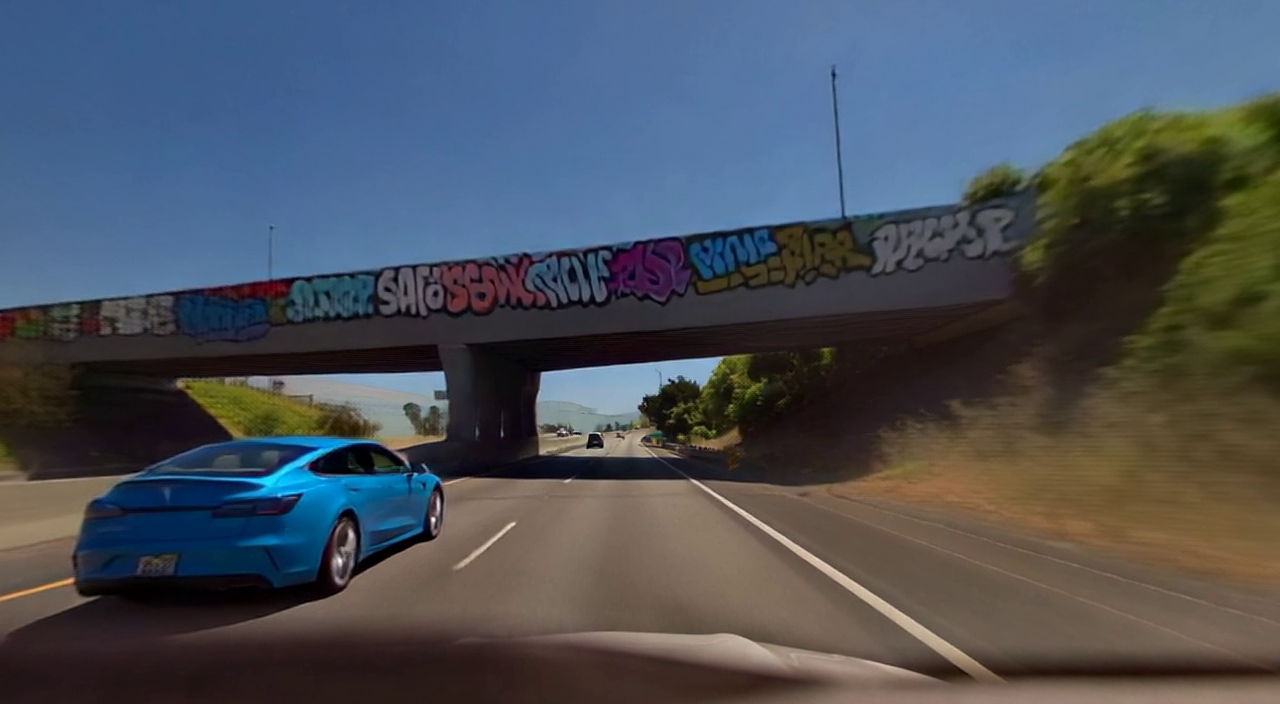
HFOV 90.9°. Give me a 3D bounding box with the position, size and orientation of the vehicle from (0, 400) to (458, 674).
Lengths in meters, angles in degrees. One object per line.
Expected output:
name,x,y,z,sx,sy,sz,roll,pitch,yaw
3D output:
vehicle,-3.449,1.365,5.957,2.108,1.555,4.574,0,-8,0
